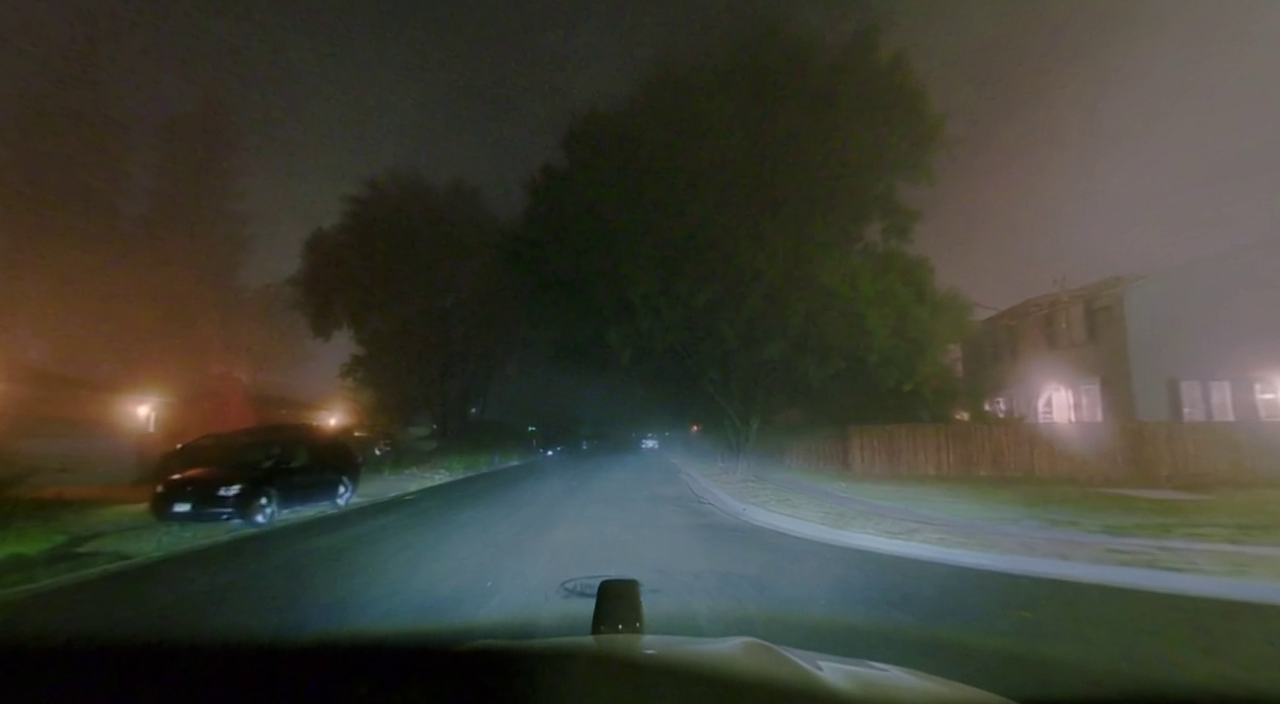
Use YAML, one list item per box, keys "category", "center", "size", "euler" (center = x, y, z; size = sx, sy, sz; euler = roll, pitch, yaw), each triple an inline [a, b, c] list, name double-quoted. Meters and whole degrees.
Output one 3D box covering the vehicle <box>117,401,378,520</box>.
- category: "vehicle"
  center: [-7.352, 2.148, 12.628]
  size: [2.091, 1.912, 4.598]
  euler: [0, -10, 2]
